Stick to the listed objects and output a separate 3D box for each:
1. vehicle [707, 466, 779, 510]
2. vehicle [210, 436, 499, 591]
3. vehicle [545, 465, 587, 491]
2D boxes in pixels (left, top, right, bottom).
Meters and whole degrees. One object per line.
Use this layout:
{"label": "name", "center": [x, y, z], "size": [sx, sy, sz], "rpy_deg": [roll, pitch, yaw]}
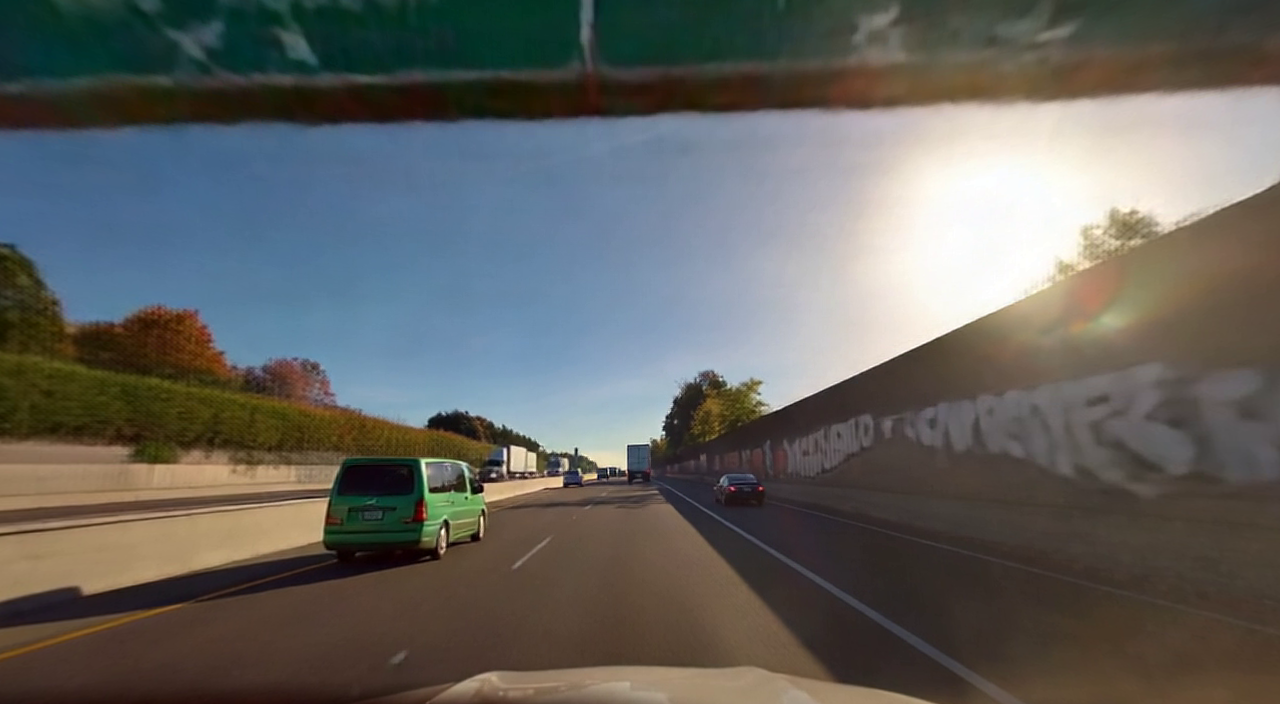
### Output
{"label": "vehicle", "center": [3.747, 5.040, 23.704], "size": [1.917, 1.458, 4.199], "rpy_deg": [1, -10, -1]}
{"label": "vehicle", "center": [-3.551, 2.137, 9.021], "size": [2.004, 1.610, 4.508], "rpy_deg": [1, -10, 0]}
{"label": "vehicle", "center": [-4.405, 7.559, 37.959], "size": [2.054, 1.443, 4.131], "rpy_deg": [1, -10, 0]}
